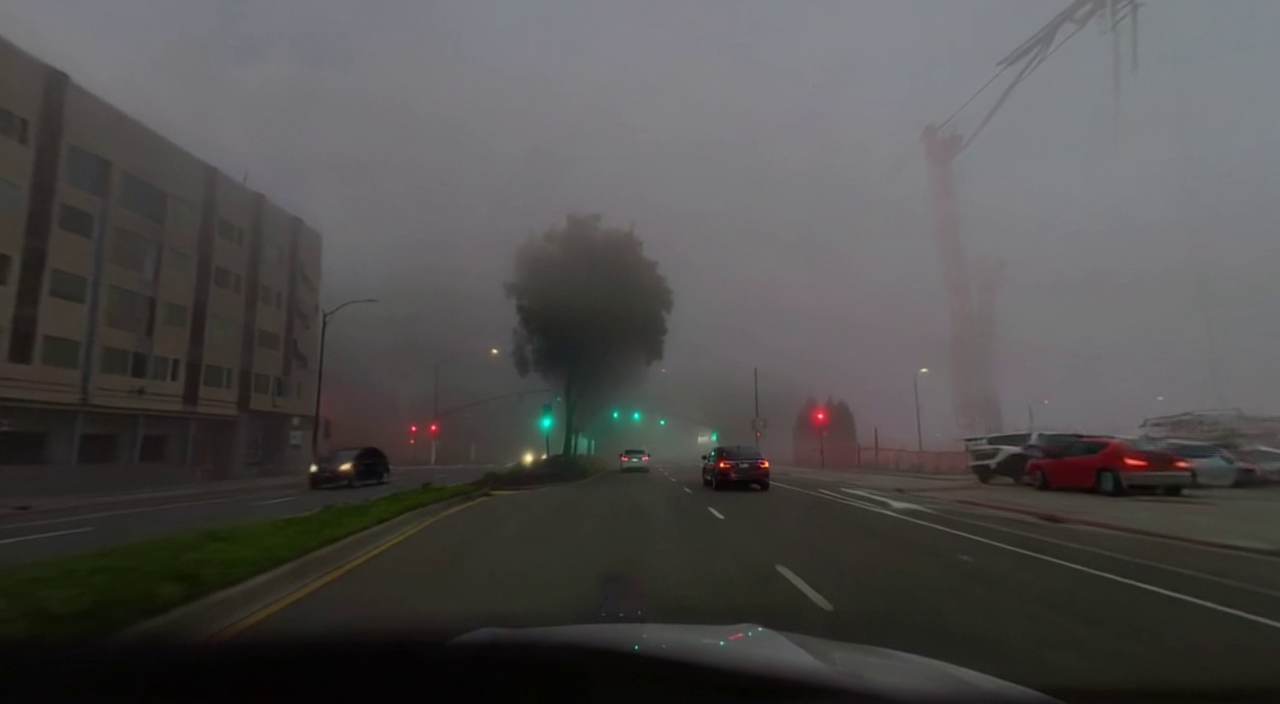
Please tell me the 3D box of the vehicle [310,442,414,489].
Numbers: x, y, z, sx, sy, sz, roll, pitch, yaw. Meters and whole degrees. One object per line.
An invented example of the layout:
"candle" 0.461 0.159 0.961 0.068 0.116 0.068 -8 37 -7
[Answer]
"vehicle" -10.759 4.412 24.874 1.973 1.646 4.427 -1 -9 2

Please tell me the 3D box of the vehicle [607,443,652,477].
"vehicle" -0.494 5.068 29.783 2.006 1.487 3.535 0 -9 -1

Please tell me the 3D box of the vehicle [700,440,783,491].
"vehicle" 3.202 3.663 20.705 1.910 1.474 4.003 0 -9 -2

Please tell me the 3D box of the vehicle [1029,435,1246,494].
"vehicle" 13.423 3.056 17.276 4.256 1.469 1.869 -1 -9 2
